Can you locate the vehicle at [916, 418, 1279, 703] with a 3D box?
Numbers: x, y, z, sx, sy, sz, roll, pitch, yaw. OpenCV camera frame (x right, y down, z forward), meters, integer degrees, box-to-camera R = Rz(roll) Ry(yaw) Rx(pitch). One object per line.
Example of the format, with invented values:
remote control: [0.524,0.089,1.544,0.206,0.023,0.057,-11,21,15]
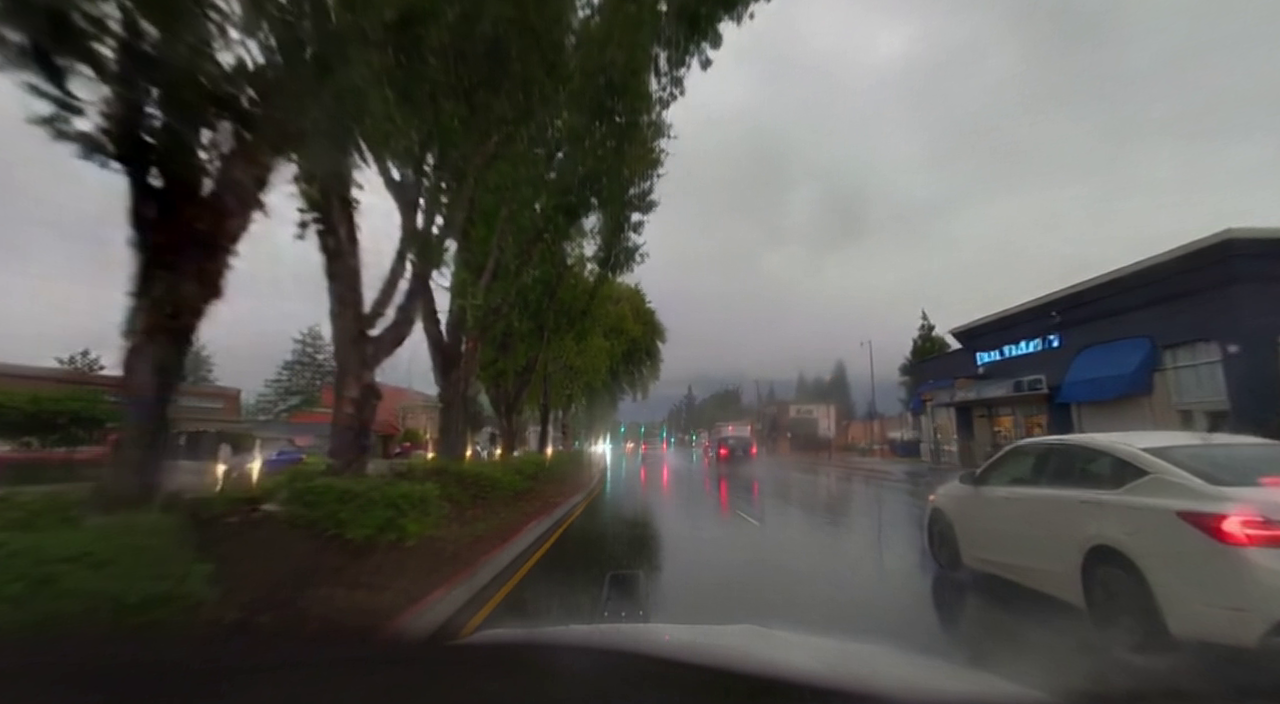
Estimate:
vehicle: [3.981,1.290,4.603,1.908,1.463,4.506,0,-8,1]

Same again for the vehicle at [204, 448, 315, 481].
vehicle: [-18.828,5.569,31.437,2.280,1.489,5.106,0,-8,1]

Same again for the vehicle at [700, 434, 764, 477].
vehicle: [3.930,4.489,27.502,2.115,1.692,4.189,0,-8,-1]

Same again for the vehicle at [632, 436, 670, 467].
vehicle: [0.601,5.788,36.555,2.098,1.682,3.778,0,-8,0]
